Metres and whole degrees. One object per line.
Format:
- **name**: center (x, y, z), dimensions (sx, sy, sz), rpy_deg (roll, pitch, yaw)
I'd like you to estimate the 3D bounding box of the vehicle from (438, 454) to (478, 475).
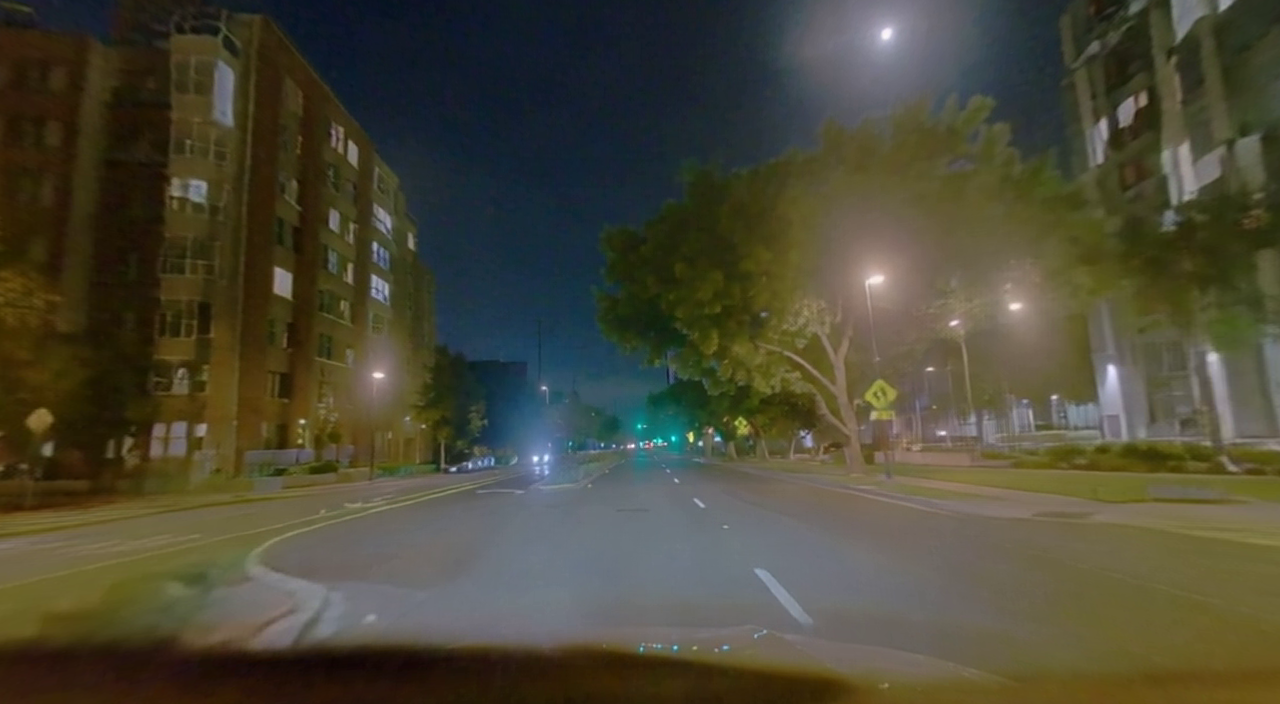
- **vehicle**: center (-13.899, 8.578, 48.364), dimensions (1.835, 1.434, 4.325), rpy_deg (0, -8, 0)
